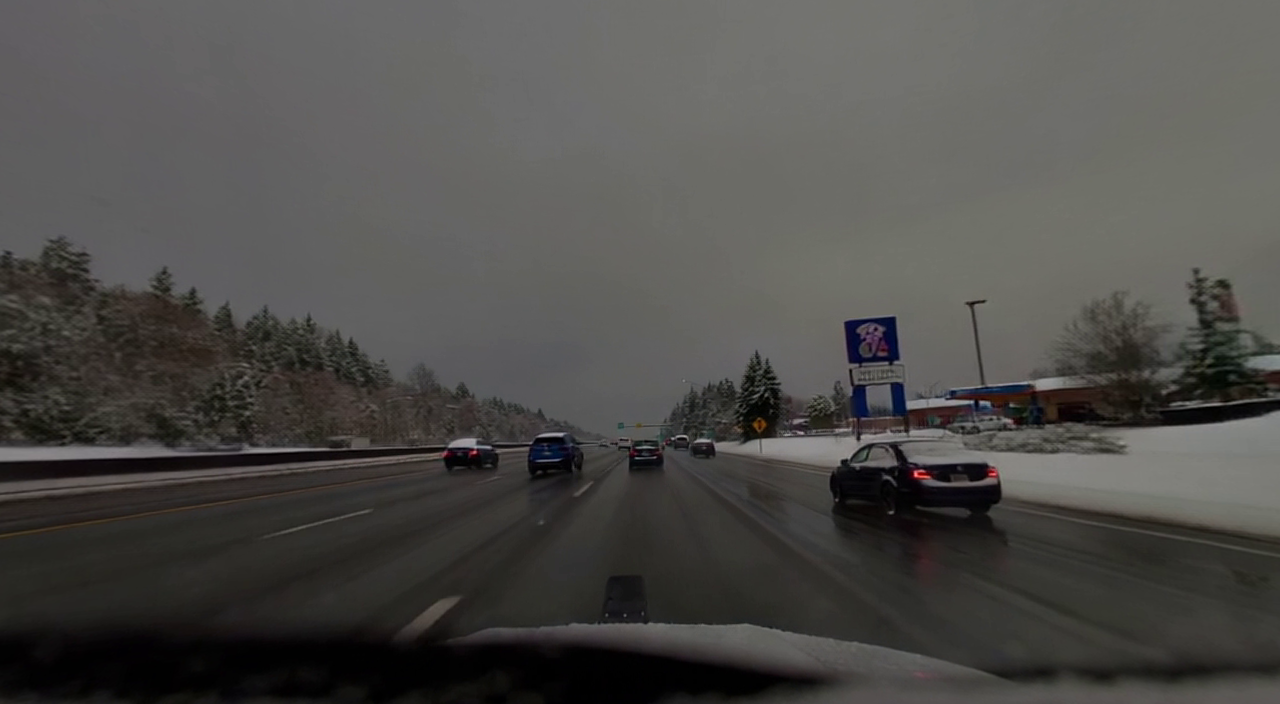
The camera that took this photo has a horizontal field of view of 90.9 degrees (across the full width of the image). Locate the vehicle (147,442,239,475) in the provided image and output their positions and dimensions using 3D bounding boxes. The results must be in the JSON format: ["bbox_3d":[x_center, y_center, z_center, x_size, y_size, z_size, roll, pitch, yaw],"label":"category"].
[{"bbox_3d":[-21.369,5.074,30.315,1.747,1.443,3.579,0,-8,0],"label":"vehicle"}]

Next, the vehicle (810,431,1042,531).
[{"bbox_3d":[4.791,2.204,11.452,2.030,1.442,4.358,0,-8,-2],"label":"vehicle"}]

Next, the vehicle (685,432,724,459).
[{"bbox_3d":[4.490,6.608,44.626,2.261,1.781,4.709,0,-8,-1],"label":"vehicle"}]

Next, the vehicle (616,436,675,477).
[{"bbox_3d":[0.196,4.036,24.626,2.113,1.464,4.073,0,-8,0],"label":"vehicle"}]

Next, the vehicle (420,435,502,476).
[{"bbox_3d":[-7.120,4.158,25.636,1.932,1.497,4.458,0,-8,1],"label":"vehicle"}]

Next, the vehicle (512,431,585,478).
[{"bbox_3d":[-3.401,3.923,24.416,1.927,1.586,5.142,0,-8,2],"label":"vehicle"}]
